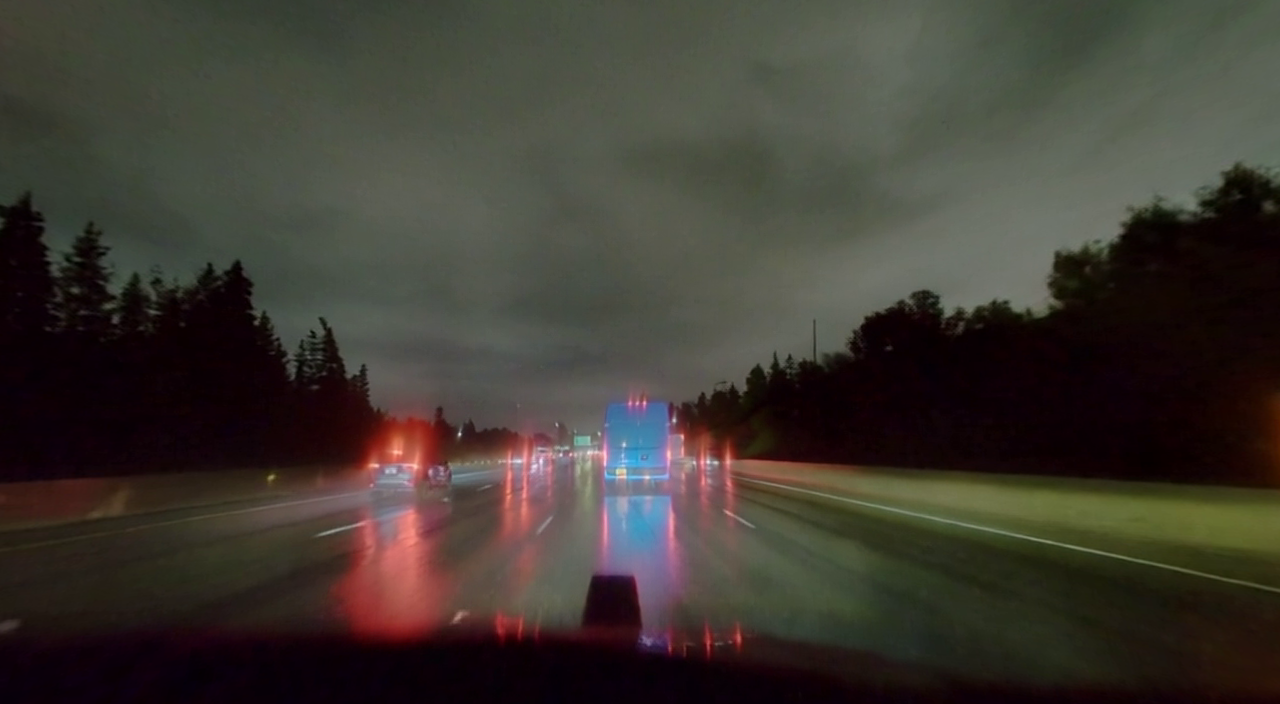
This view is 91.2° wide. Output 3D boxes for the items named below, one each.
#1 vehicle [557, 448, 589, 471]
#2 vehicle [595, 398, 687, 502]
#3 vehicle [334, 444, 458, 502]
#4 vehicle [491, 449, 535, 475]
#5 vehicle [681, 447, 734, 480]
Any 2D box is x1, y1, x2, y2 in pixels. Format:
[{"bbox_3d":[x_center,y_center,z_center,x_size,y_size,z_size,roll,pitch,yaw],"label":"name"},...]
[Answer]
[{"bbox_3d":[-4.697,7.580,44.277,2.002,1.536,4.021,0,-9,-3],"label":"vehicle"},{"bbox_3d":[-0.145,2.814,18.143,2.268,2.551,5.144,0,-9,-4],"label":"vehicle"},{"bbox_3d":[-7.048,3.525,18.675,2.003,1.498,4.386,0,-9,-1],"label":"vehicle"},{"bbox_3d":[-7.830,6.795,38.992,2.026,1.506,4.102,0,-9,-3],"label":"vehicle"},{"bbox_3d":[3.247,5.489,31.191,2.015,1.491,4.732,0,-9,-1],"label":"vehicle"}]
